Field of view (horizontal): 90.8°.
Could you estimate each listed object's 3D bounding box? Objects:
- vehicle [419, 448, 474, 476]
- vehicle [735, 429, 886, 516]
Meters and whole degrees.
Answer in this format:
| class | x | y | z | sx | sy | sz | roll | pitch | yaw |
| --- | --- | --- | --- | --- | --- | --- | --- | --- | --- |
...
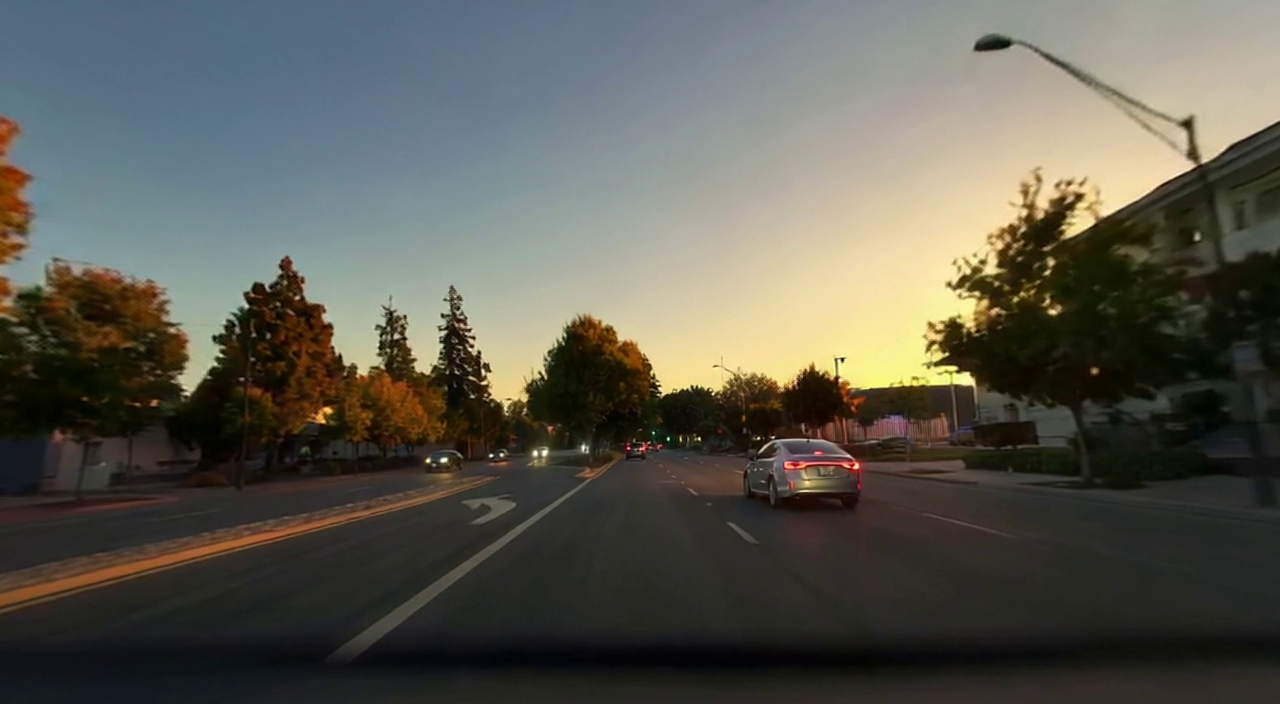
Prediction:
| class | x | y | z | sx | sy | sz | roll | pitch | yaw |
| --- | --- | --- | --- | --- | --- | --- | --- | --- | --- |
| vehicle | -12.481 | 7.111 | 41.094 | 2.044 | 1.631 | 4.777 | 0 | -8 | 0 |
| vehicle | 3.578 | 2.624 | 14.313 | 1.995 | 1.616 | 4.729 | 0 | -8 | -1 |
